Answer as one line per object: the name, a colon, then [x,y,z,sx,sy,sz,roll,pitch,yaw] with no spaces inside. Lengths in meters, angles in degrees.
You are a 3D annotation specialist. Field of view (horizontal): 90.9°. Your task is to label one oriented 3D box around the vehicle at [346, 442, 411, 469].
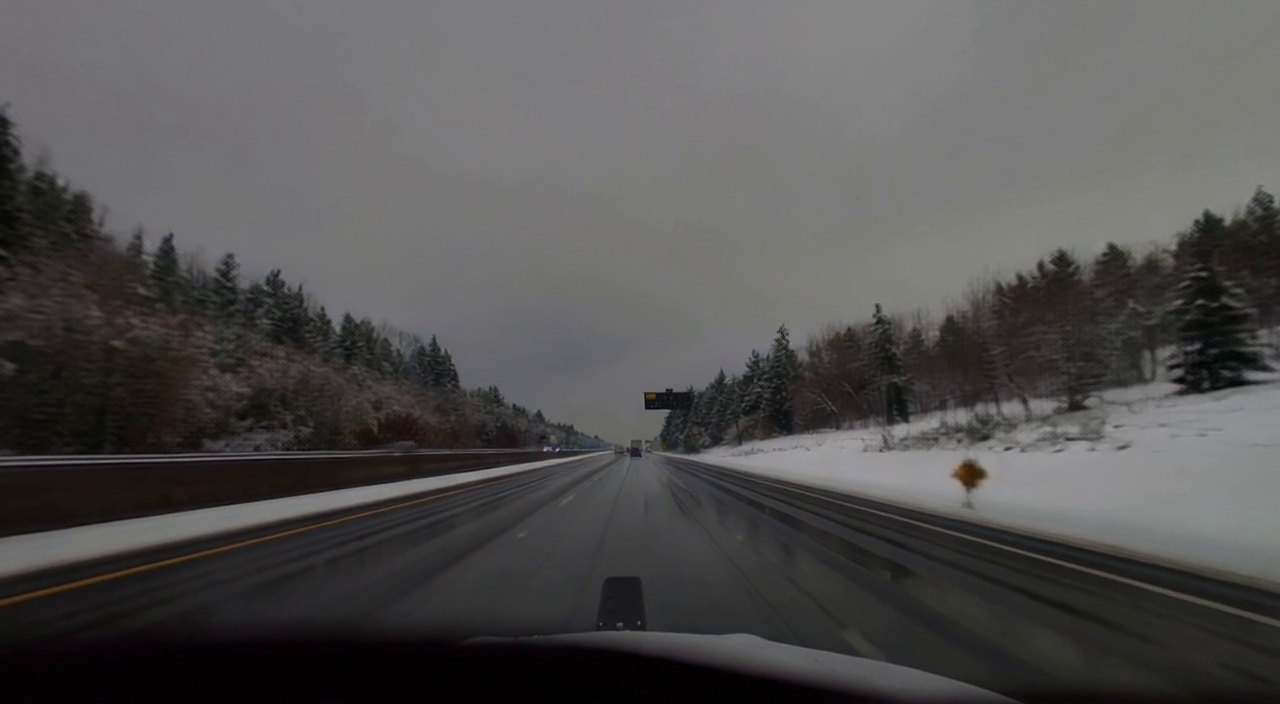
vehicle: [-14.992,5.967,36.414,1.860,1.472,4.557,0,-9,-1]
